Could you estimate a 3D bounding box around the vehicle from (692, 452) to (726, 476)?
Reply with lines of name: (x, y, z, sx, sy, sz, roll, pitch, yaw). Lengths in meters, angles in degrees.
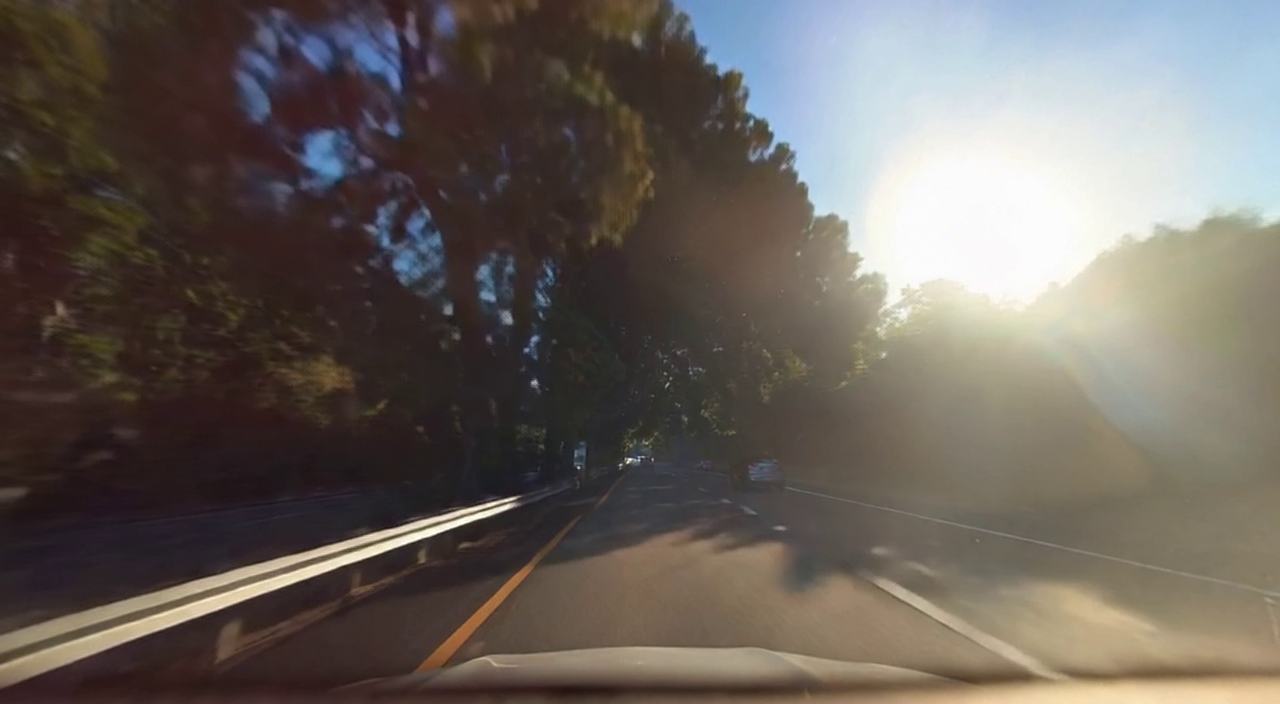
vehicle: (5.087, 8.331, 46.997, 1.994, 1.671, 3.949, 0, -9, -1)

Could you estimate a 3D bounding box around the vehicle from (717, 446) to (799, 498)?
vehicle: (4.153, 4.308, 23.016, 2.122, 1.662, 4.392, 0, -9, 0)
